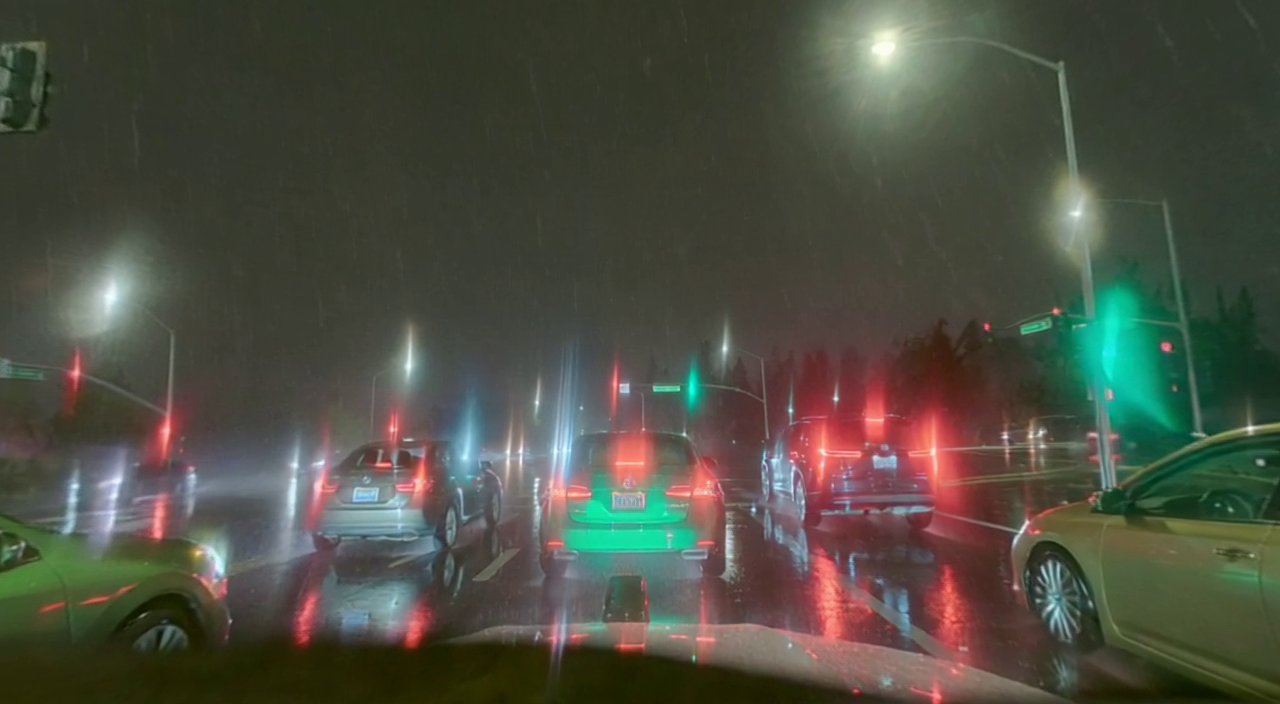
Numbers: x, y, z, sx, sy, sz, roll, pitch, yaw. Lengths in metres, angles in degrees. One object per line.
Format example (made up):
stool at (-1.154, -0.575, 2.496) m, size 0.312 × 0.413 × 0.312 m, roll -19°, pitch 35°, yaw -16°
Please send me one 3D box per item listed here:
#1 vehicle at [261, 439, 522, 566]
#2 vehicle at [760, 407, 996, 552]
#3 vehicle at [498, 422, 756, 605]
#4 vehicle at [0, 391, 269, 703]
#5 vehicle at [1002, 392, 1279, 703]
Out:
vehicle at (-3.303, 2.073, 9.539) m, size 1.995 × 1.436 × 4.373 m, roll -1°, pitch -8°, yaw 3°
vehicle at (3.309, 1.867, 9.832) m, size 1.992 × 1.744 × 4.183 m, roll 0°, pitch -8°, yaw 0°
vehicle at (-0.130, 1.655, 7.387) m, size 2.140 × 1.499 × 4.119 m, roll 0°, pitch -8°, yaw -1°
vehicle at (-3.477, 0.847, 1.834) m, size 2.016 × 1.547 × 4.414 m, roll 0°, pitch -8°, yaw 1°
vehicle at (3.940, 0.971, 3.094) m, size 1.800 × 1.519 × 4.198 m, roll 0°, pitch -8°, yaw 0°
